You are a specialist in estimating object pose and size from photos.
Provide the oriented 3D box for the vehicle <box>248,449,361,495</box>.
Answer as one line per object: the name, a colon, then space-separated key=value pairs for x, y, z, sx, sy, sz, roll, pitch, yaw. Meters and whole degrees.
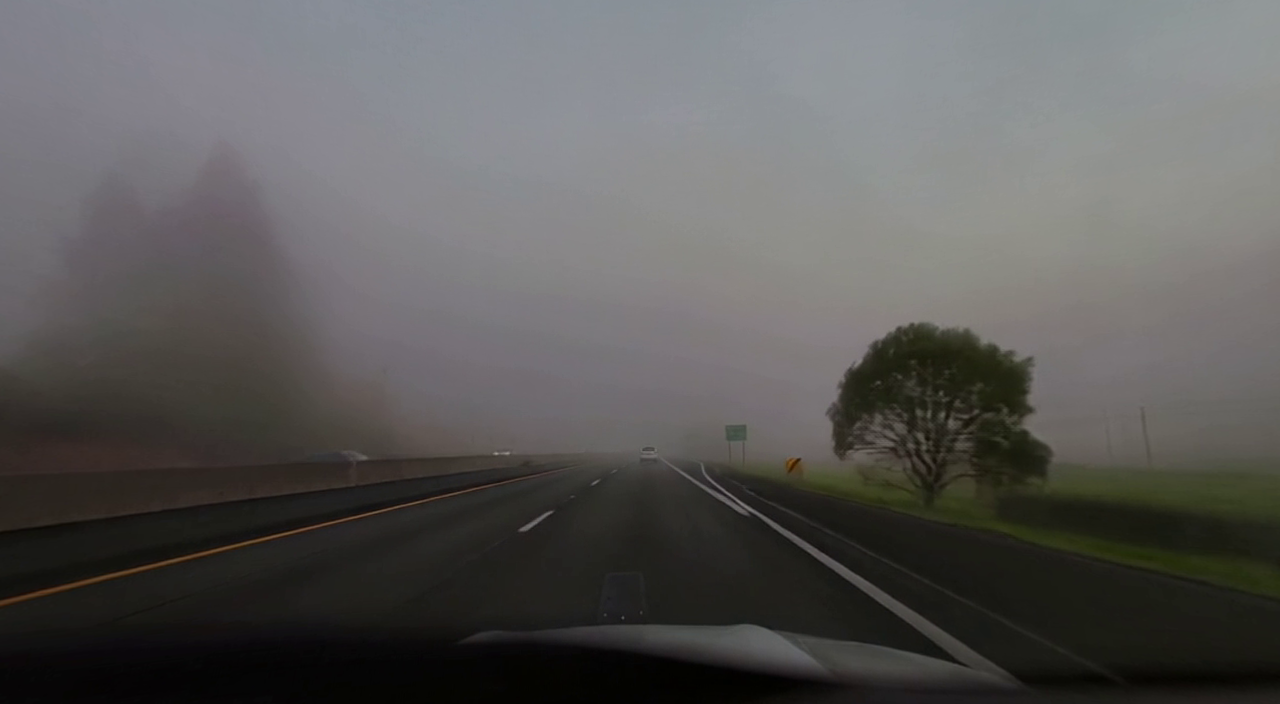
vehicle: x=-12.998 y=4.637 z=24.778 sx=1.952 sy=1.577 sz=4.418 roll=0 pitch=-9 yaw=0
